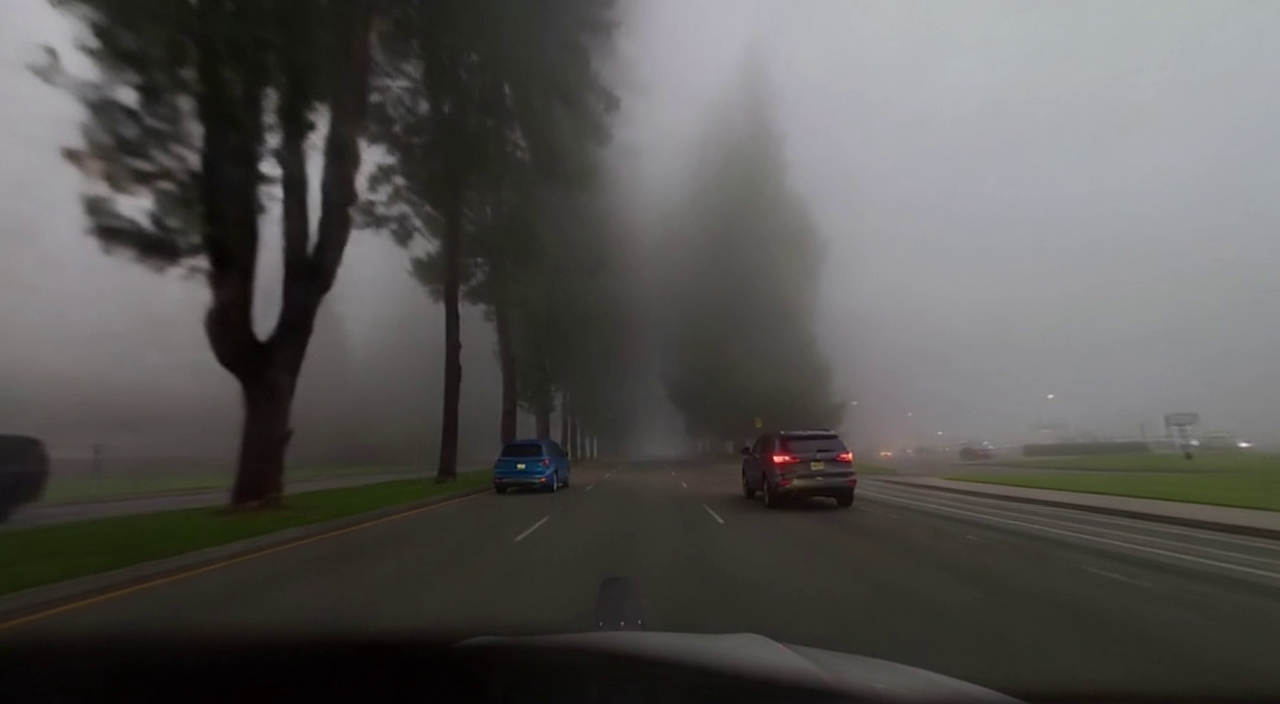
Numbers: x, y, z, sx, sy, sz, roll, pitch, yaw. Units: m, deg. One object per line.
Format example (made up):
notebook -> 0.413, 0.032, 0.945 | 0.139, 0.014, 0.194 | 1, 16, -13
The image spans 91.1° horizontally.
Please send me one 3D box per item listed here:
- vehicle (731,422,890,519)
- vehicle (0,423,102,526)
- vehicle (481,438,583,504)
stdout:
vehicle -> 3.519, 2.561, 14.141 | 2.087, 1.759, 5.040 | 0, -8, -1
vehicle -> -19.828, 3.289, 16.496 | 2.891, 2.907, 9.406 | 0, -9, 1
vehicle -> -2.904, 3.304, 17.920 | 2.025, 1.635, 4.293 | 0, -8, 1
